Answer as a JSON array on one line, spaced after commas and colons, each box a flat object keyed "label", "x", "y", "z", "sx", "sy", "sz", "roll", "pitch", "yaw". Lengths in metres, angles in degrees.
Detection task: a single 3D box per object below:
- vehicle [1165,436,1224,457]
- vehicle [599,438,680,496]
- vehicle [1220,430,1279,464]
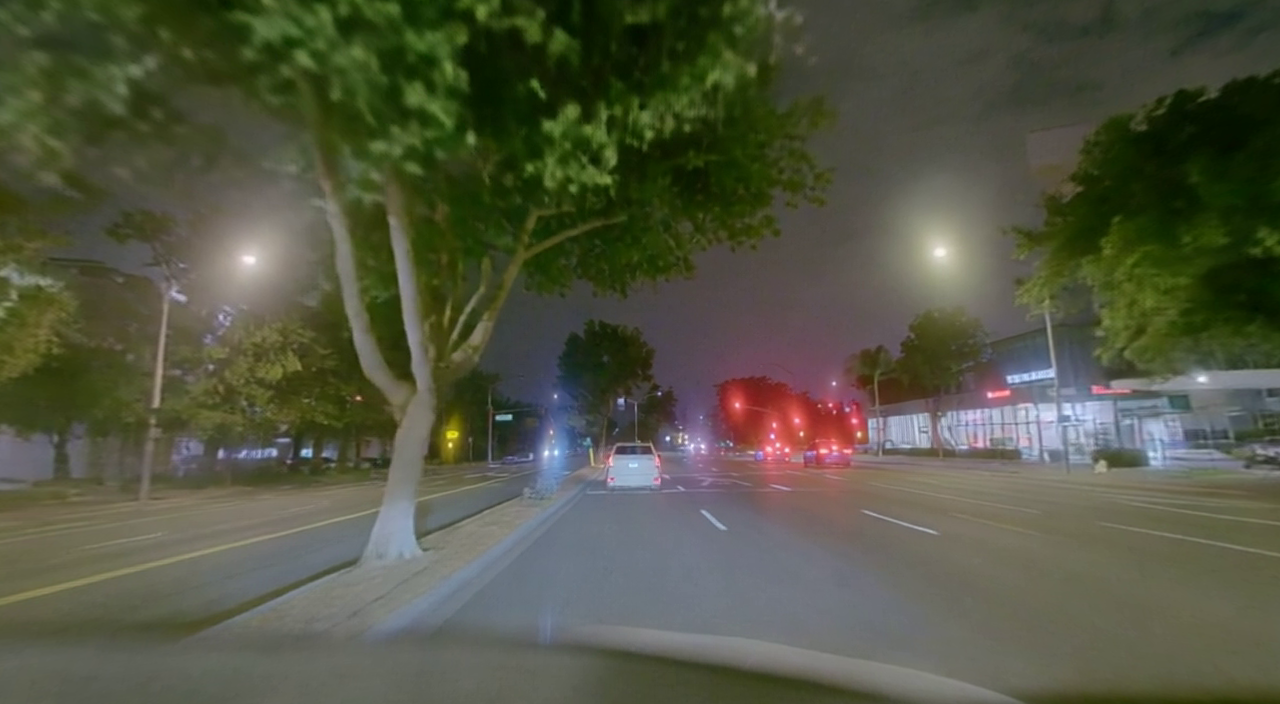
[{"label": "vehicle", "x": 40.319, "y": 6.885, "z": 45.919, "sx": 3.834, "sy": 1.470, "sz": 1.910, "roll": 4, "pitch": -10, "yaw": -28}, {"label": "vehicle", "x": -0.051, "y": 3.237, "z": 18.159, "sx": 2.064, "sy": 1.477, "sz": 3.968, "roll": 0, "pitch": -8, "yaw": -1}, {"label": "vehicle", "x": 31.939, "y": 4.731, "z": 31.530, "sx": 1.873, "sy": 1.588, "sz": 4.133, "roll": -2, "pitch": -8, "yaw": -1}]
